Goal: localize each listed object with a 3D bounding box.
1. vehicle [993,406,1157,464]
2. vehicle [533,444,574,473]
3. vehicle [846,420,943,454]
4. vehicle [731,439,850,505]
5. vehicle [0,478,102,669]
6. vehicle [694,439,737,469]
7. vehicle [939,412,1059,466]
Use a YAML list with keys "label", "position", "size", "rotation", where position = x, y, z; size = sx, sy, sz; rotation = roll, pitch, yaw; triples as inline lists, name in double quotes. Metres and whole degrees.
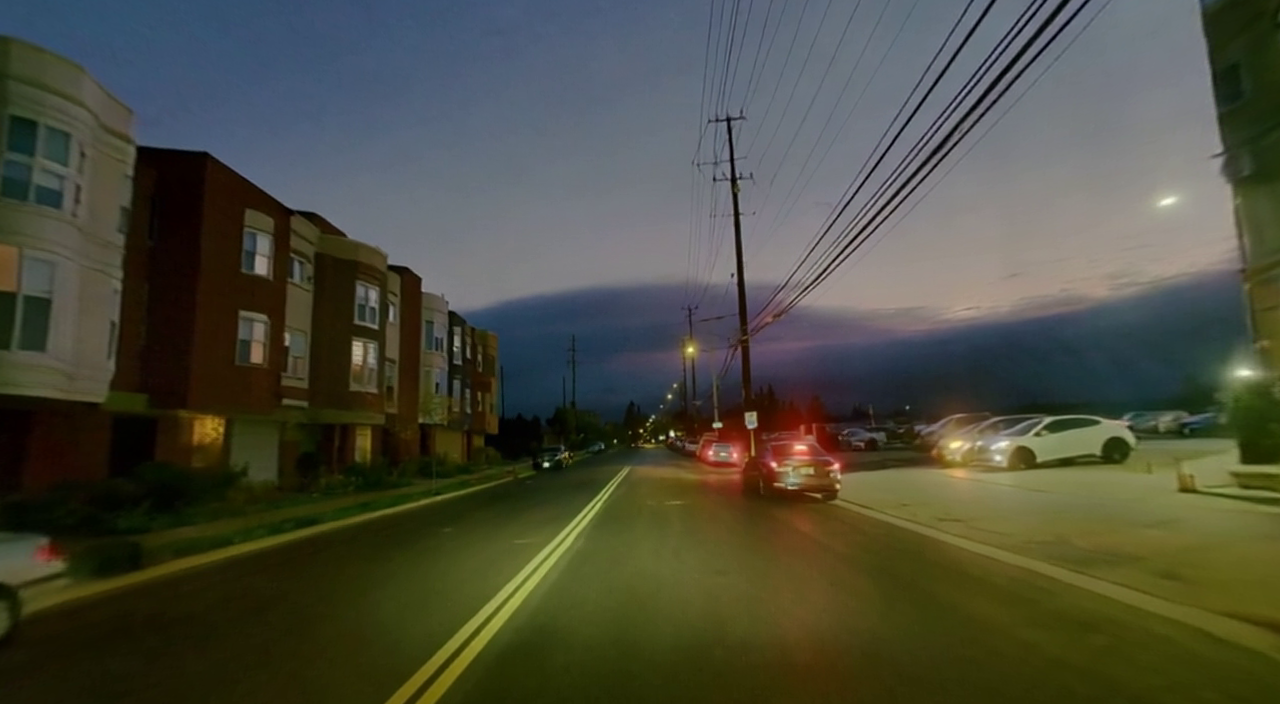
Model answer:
- label: "vehicle"
  position: [13.032, 2.566, 19.333]
  size: [1.997, 1.546, 4.370]
  rotation: [-1, -8, 2]
- label: "vehicle"
  position: [-5.416, 6.680, 39.949]
  size: [1.913, 1.672, 4.267]
  rotation: [-1, -8, 2]
- label: "vehicle"
  position: [13.575, 4.593, 33.974]
  size: [1.897, 1.659, 4.648]
  rotation: [4, -9, -28]
- label: "vehicle"
  position: [3.702, 3.014, 16.473]
  size: [1.928, 1.440, 4.738]
  rotation: [0, -8, 0]
- label: "vehicle"
  position: [-6.070, 1.599, 3.615]
  size: [1.863, 1.449, 4.536]
  rotation: [-1, -8, 2]
- label: "vehicle"
  position: [4.177, 5.703, 35.464]
  size: [1.914, 1.591, 3.892]
  rotation: [0, -8, 0]
- label: "vehicle"
  position: [10.821, 2.662, 19.328]
  size: [1.801, 1.491, 3.488]
  rotation: [-1, -8, 4]
